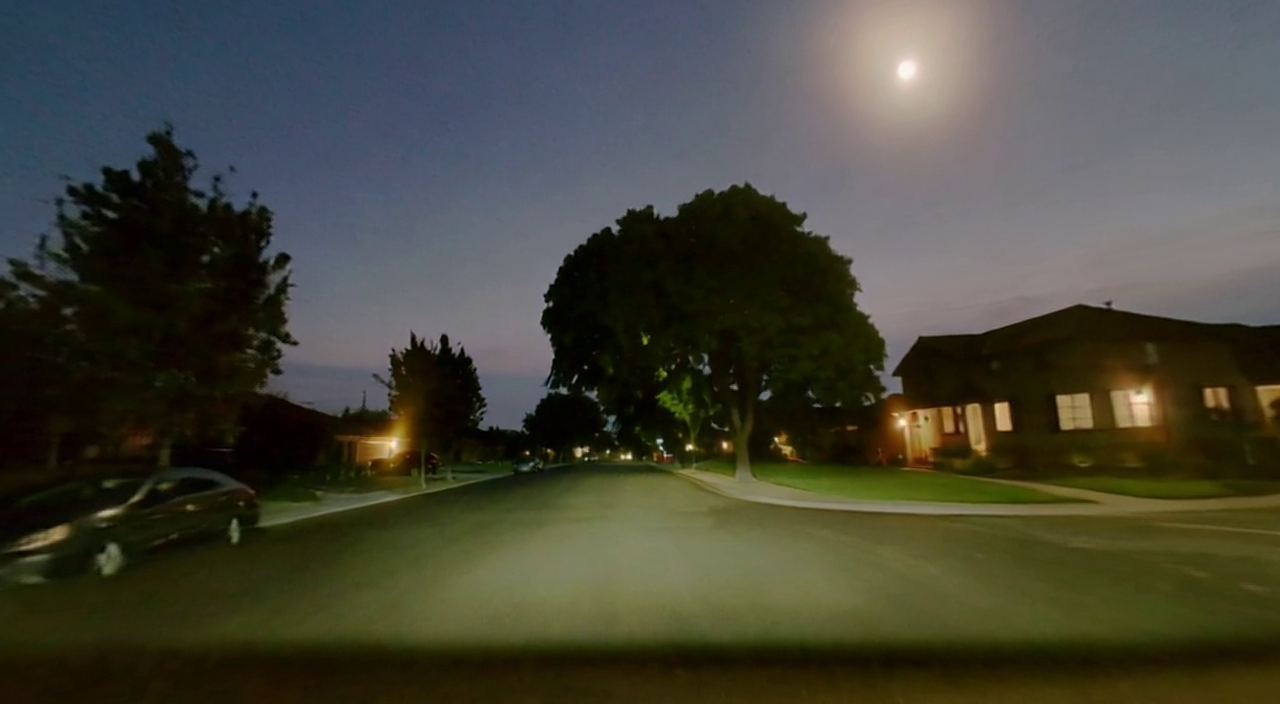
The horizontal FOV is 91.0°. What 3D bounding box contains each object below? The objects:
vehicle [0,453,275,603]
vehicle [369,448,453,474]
[{"bbox_3d":[-7.236,2.224,8.671,1.938,1.499,4.290,-3,-9,-1],"label":"vehicle"},{"bbox_3d":[-15.379,7.344,42.424,4.850,1.676,1.920,0,-9,2],"label":"vehicle"}]
